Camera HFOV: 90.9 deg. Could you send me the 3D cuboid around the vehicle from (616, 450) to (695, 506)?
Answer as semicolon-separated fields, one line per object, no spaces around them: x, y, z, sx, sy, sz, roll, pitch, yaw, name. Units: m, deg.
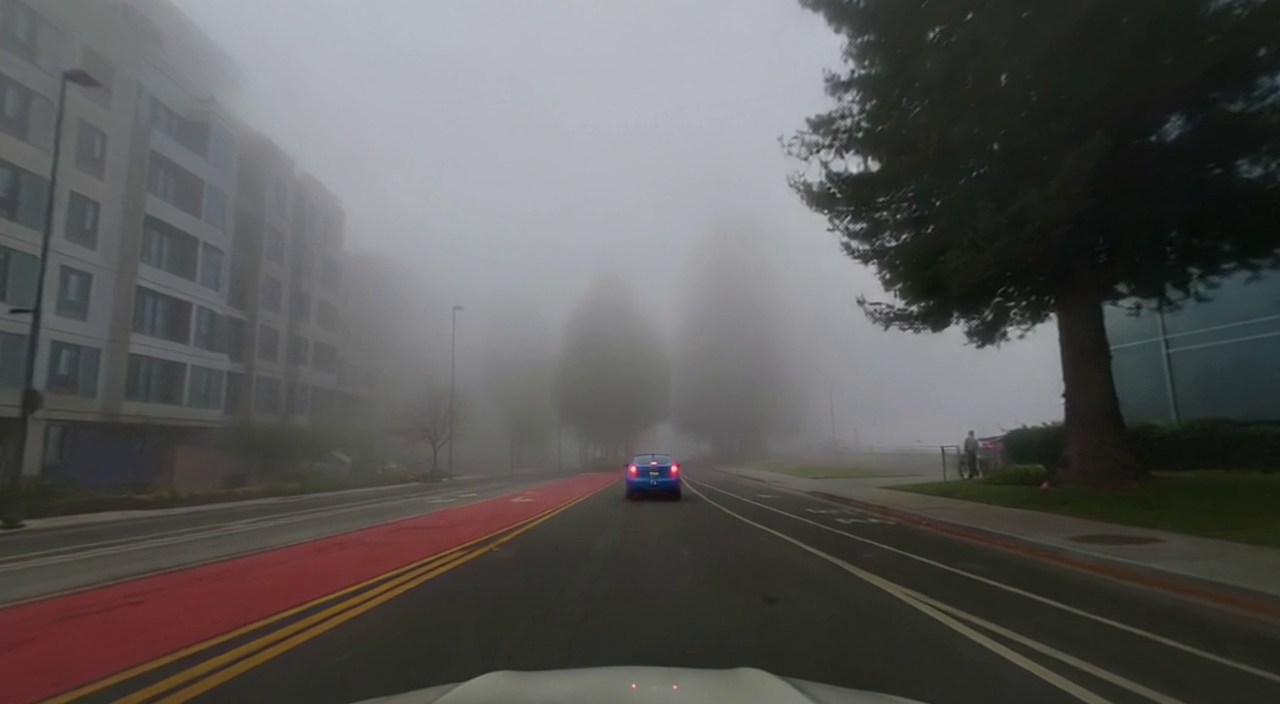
0.396;3.636;18.611;2.063;1.442;4.135;0;-9;0;vehicle
